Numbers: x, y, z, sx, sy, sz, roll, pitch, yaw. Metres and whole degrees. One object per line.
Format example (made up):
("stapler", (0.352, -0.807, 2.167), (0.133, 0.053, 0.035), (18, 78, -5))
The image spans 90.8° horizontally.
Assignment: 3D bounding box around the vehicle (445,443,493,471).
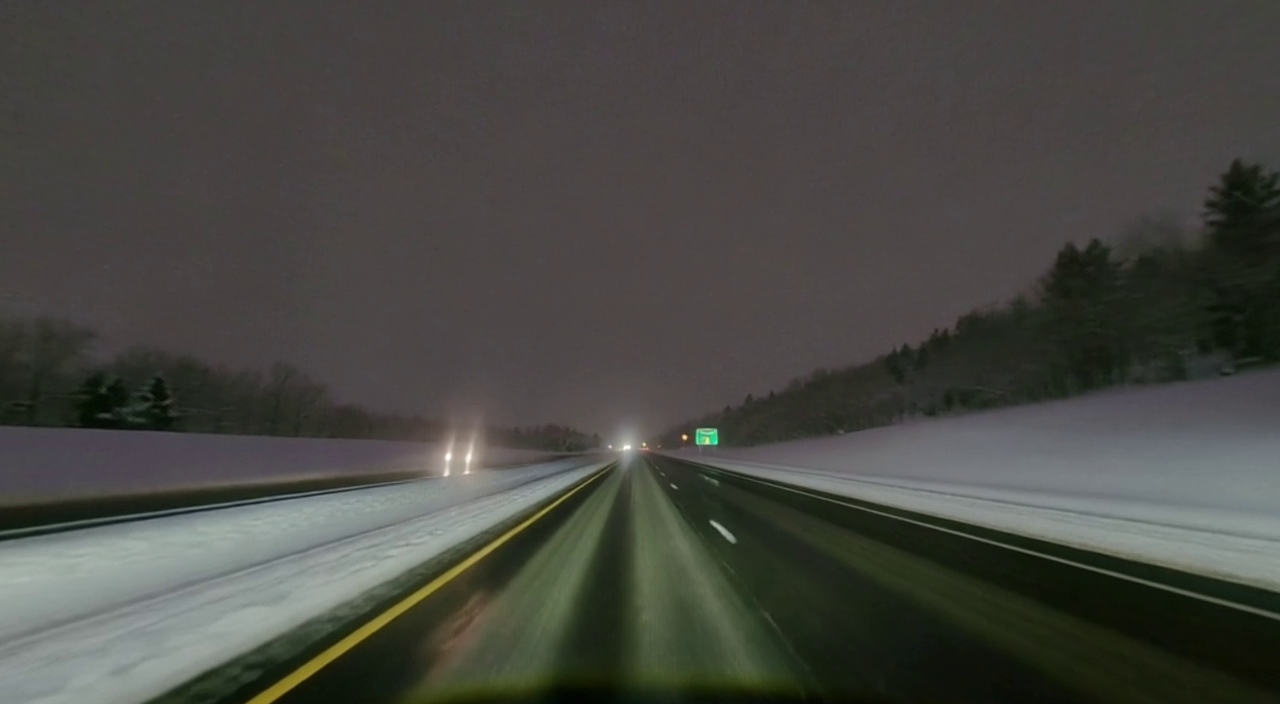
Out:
("vehicle", (-11.531, 7.103, 42.799), (1.970, 1.755, 4.306), (0, -9, 0))
